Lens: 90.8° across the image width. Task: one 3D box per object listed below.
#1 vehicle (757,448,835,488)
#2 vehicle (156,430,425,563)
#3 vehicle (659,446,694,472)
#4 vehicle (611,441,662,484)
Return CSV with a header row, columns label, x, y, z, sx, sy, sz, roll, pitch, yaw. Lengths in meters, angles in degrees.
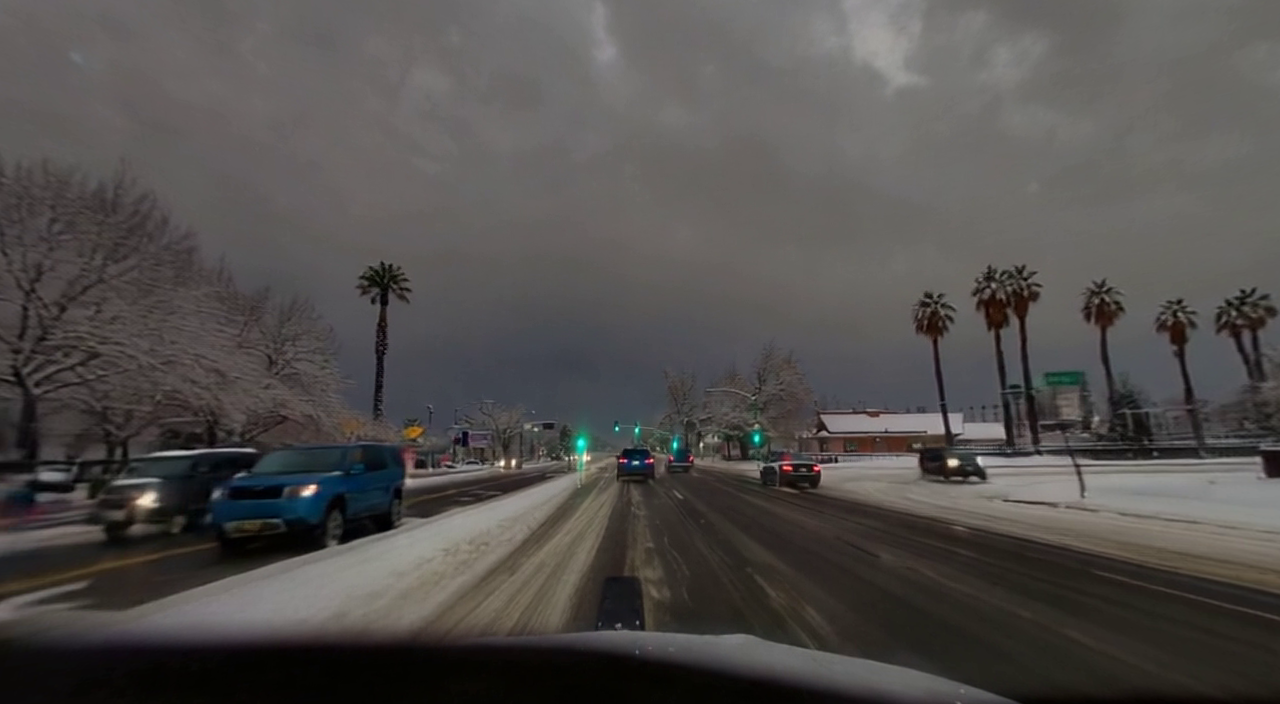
label,x,y,z,sx,sy,sz,roll,pitch,yaw
vehicle,6.204,4.639,25.699,1.944,1.447,4.309,0,-9,-2
vehicle,-5.361,2.238,10.572,2.016,1.711,4.387,0,-9,-1
vehicle,2.543,7.540,44.752,2.112,1.710,4.234,0,-9,-2
vehicle,-0.176,4.948,28.574,2.151,1.787,4.109,0,-9,-1
